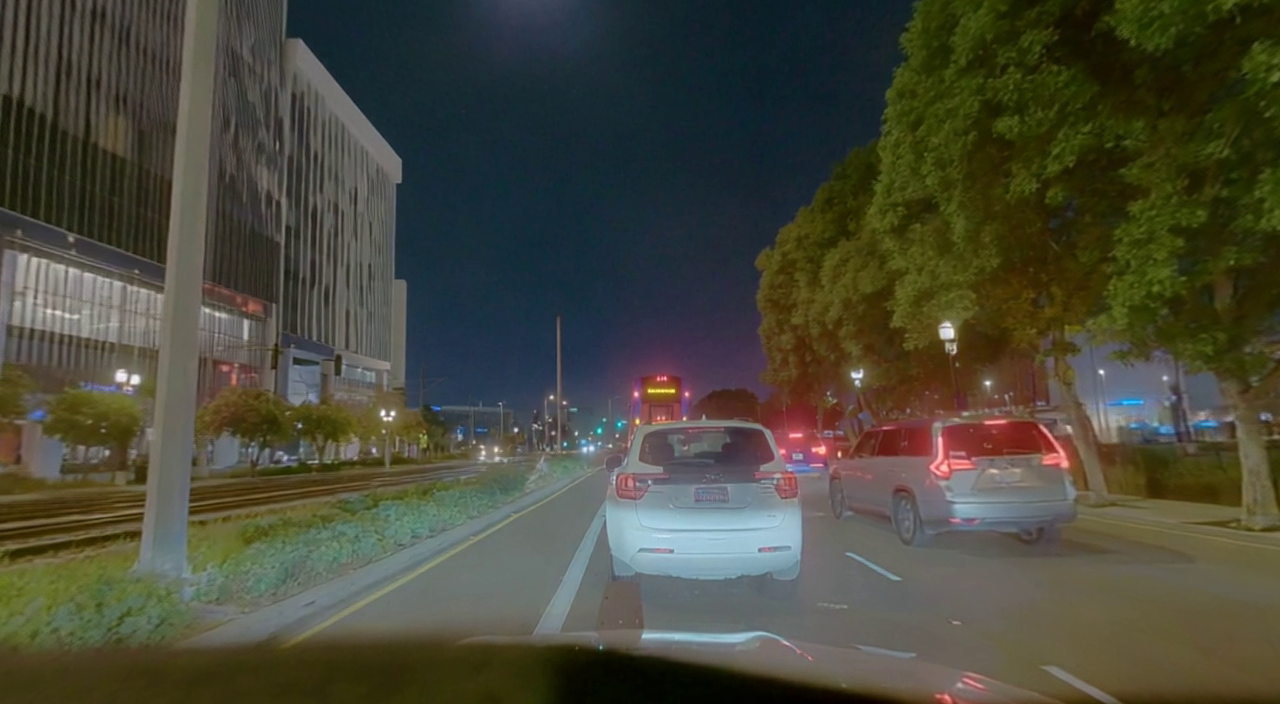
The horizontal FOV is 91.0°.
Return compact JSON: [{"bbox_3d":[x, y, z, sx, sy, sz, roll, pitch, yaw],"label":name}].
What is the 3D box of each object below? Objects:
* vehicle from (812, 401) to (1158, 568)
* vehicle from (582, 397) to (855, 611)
[{"bbox_3d":[4.366,1.783,9.269,2.165,1.760,5.064,0,-9,-1],"label":"vehicle"},{"bbox_3d":[0.515,1.518,7.144,2.190,1.684,4.084,0,-9,-3],"label":"vehicle"}]
